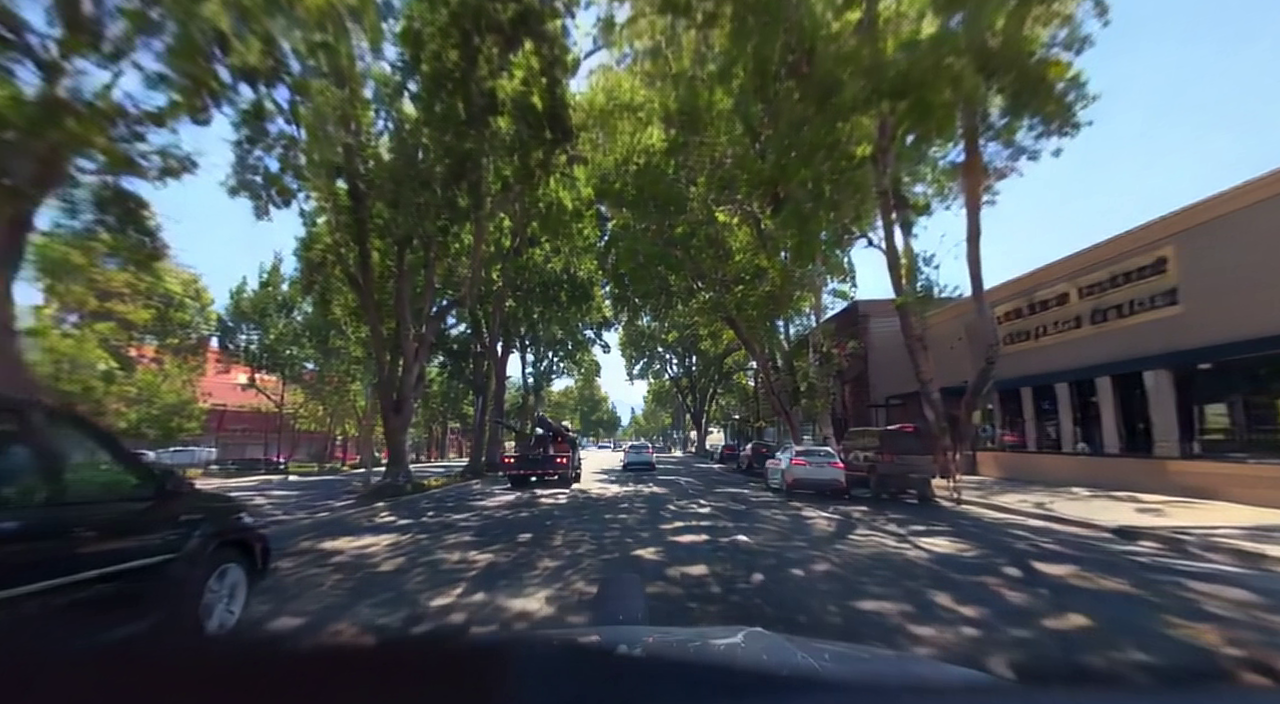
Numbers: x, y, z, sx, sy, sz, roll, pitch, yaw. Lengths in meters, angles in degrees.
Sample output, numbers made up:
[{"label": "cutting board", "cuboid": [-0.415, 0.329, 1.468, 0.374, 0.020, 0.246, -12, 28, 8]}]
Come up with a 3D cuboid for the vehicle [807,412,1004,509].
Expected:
[{"label": "vehicle", "cuboid": [6.653, 2.828, 16.898, 2.921, 2.166, 5.422, 0, -8, 1]}]

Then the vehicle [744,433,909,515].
[{"label": "vehicle", "cuboid": [4.100, 2.757, 14.831, 2.082, 1.601, 4.451, 1, -8, -6]}]

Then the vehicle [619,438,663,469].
[{"label": "vehicle", "cuboid": [-0.022, 6.114, 38.111, 2.413, 1.748, 4.406, 0, -8, -2]}]

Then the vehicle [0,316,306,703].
[{"label": "vehicle", "cuboid": [-3.623, 0.750, 2.354, 2.327, 1.775, 4.430, 0, -8, 0]}]

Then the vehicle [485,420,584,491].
[{"label": "vehicle", "cuboid": [-3.357, 3.482, 21.501, 2.424, 2.063, 5.678, 0, -8, -1]}]
